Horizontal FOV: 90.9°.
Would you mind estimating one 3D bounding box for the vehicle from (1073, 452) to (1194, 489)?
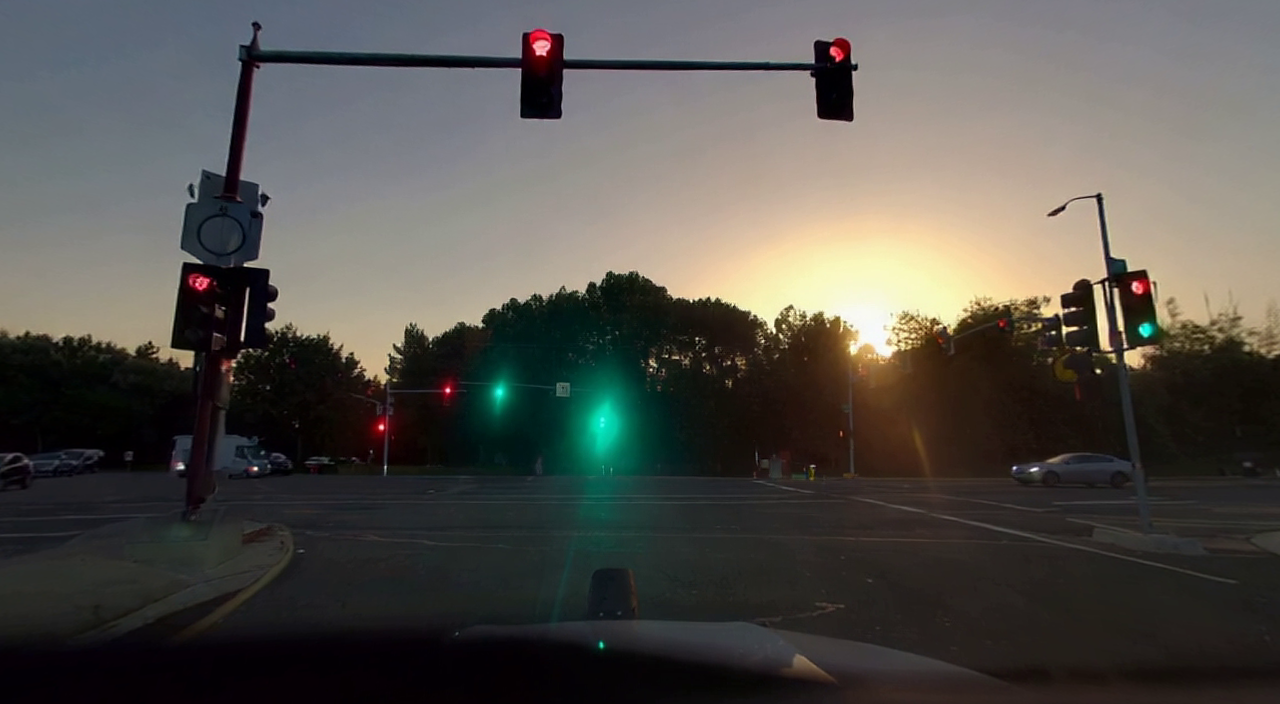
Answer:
[{"bbox_3d":[22.713,5.453,29.093,3.998,1.590,1.936,1,-11,-6],"label":"vehicle"}]

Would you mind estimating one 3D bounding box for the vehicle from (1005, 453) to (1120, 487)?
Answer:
[{"bbox_3d":[21.764,6.086,32.540,4.455,1.647,2.124,1,-10,-8],"label":"vehicle"}]
